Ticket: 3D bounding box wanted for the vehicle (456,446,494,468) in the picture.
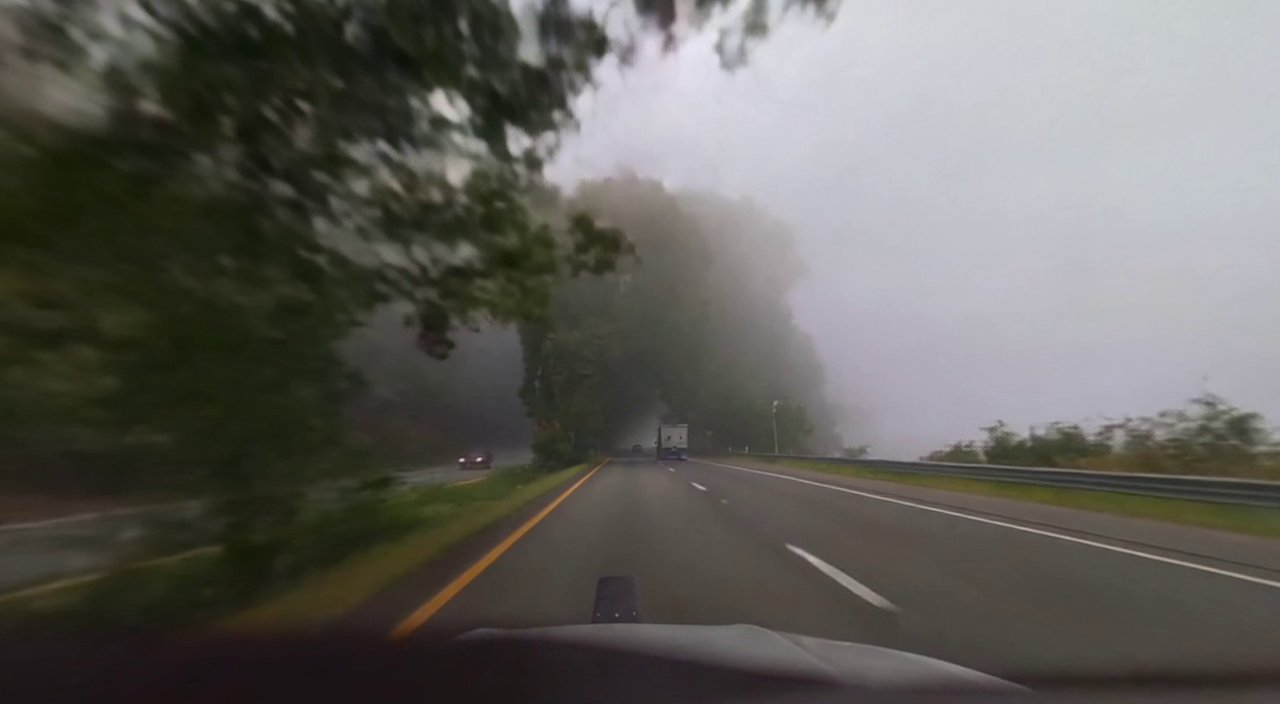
[{"bbox_3d":[-13.079,8.319,49.984,1.989,1.612,3.884,0,-8,-1],"label":"vehicle"}]
